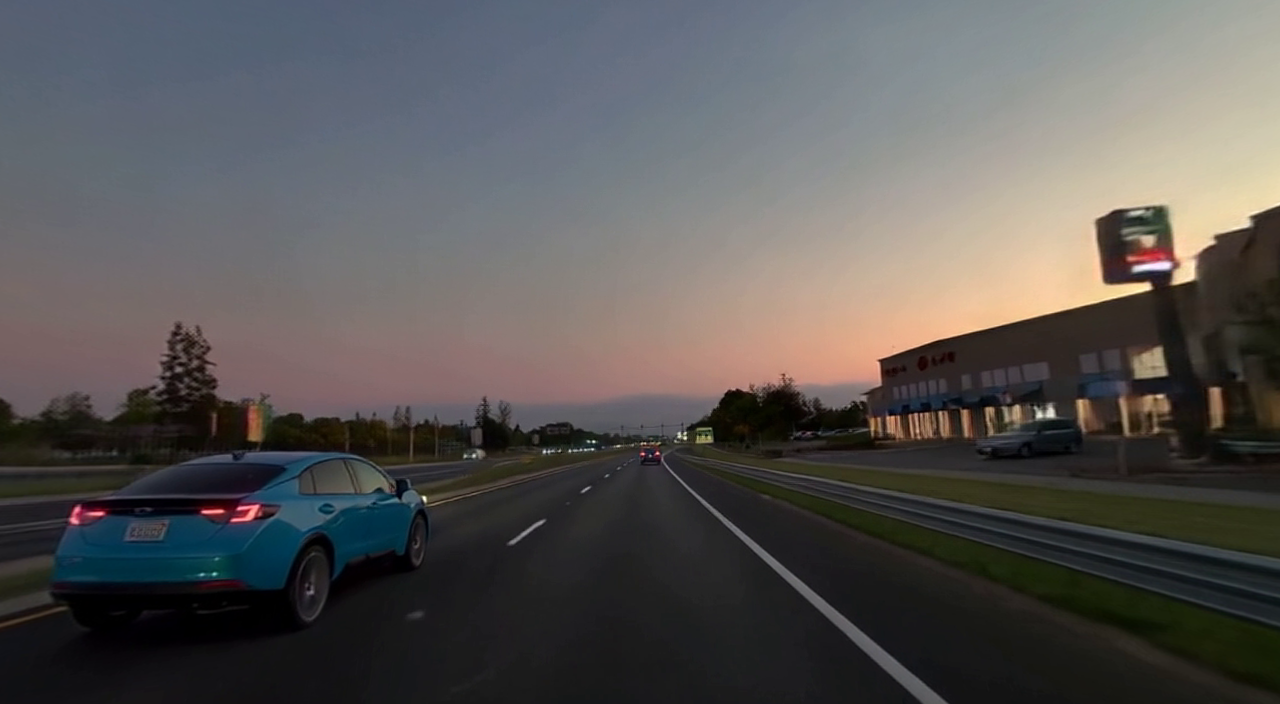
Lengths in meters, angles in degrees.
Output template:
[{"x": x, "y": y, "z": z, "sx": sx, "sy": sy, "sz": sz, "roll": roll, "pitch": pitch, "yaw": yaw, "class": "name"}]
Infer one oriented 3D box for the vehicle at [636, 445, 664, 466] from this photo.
[{"x": 0.739, "y": 7.874, "z": 47.981, "sx": 2.014, "sy": 1.507, "sz": 3.960, "roll": 0, "pitch": -9, "yaw": 1, "class": "vehicle"}]
